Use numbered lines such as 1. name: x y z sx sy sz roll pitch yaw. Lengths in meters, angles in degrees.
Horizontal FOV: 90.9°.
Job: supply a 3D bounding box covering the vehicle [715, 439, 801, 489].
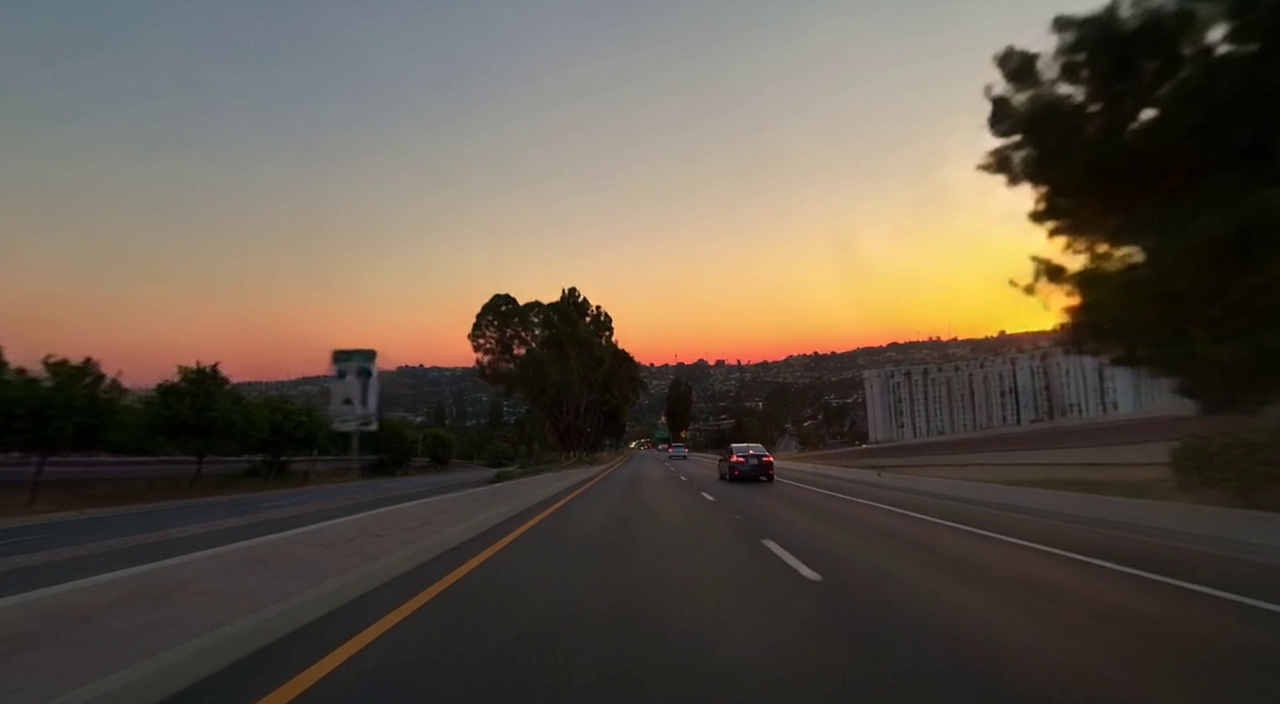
1. vehicle: 3.964 3.838 21.997 2.042 1.518 4.477 0 -8 -1
